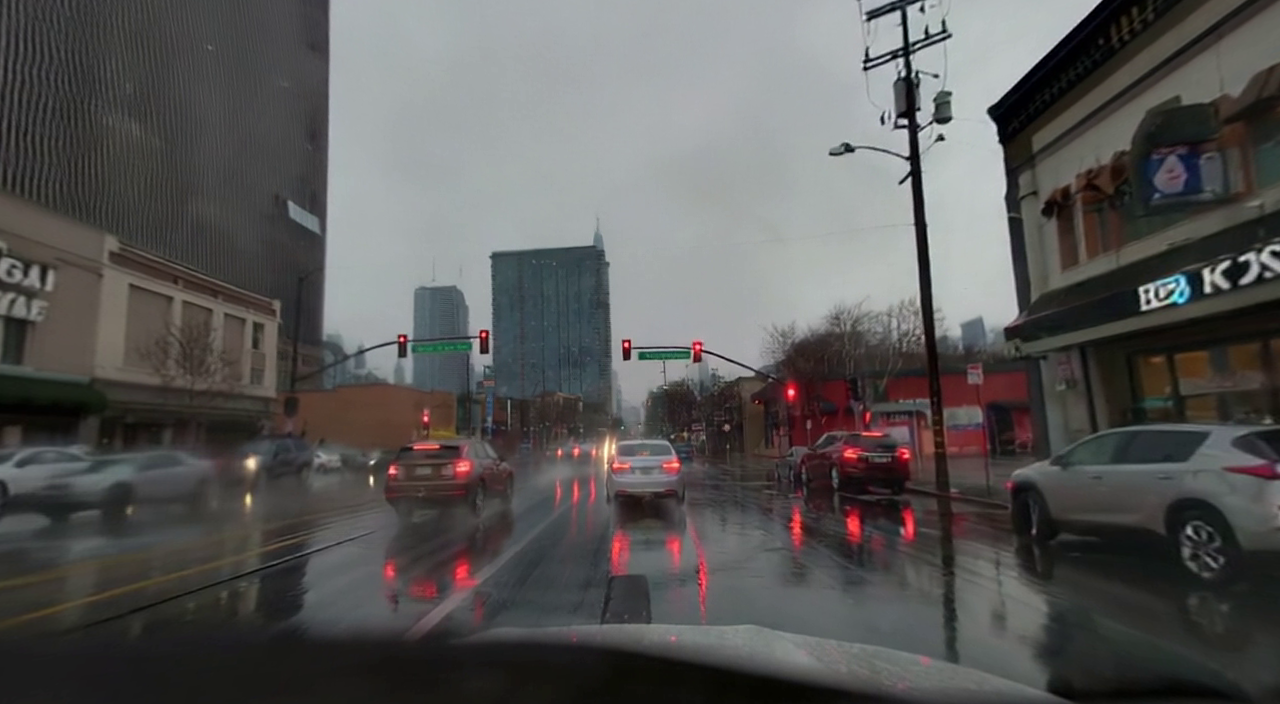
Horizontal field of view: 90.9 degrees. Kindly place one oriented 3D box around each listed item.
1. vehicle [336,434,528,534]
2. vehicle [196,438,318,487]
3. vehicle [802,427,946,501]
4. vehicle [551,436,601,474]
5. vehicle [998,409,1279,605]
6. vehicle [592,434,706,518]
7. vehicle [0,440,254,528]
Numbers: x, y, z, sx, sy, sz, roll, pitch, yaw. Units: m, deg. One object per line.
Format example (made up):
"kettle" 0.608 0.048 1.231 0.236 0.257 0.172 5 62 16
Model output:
"vehicle" -3.429 2.256 11.413 1.950 1.450 4.257 0 -9 1
"vehicle" -17.068 4.915 28.562 2.239 1.963 5.779 0 -9 -4
"vehicle" 6.607 3.239 18.664 2.289 1.867 5.322 0 -9 1
"vehicle" -3.105 5.120 31.559 2.007 1.736 4.185 0 -9 1
"vehicle" 6.626 1.657 7.478 1.986 1.722 4.516 0 -9 -2
"vehicle" 0.139 2.529 13.391 2.037 1.484 4.073 0 -9 -1
"vehicle" -10.398 2.585 12.967 2.009 1.466 4.454 0 -9 1
